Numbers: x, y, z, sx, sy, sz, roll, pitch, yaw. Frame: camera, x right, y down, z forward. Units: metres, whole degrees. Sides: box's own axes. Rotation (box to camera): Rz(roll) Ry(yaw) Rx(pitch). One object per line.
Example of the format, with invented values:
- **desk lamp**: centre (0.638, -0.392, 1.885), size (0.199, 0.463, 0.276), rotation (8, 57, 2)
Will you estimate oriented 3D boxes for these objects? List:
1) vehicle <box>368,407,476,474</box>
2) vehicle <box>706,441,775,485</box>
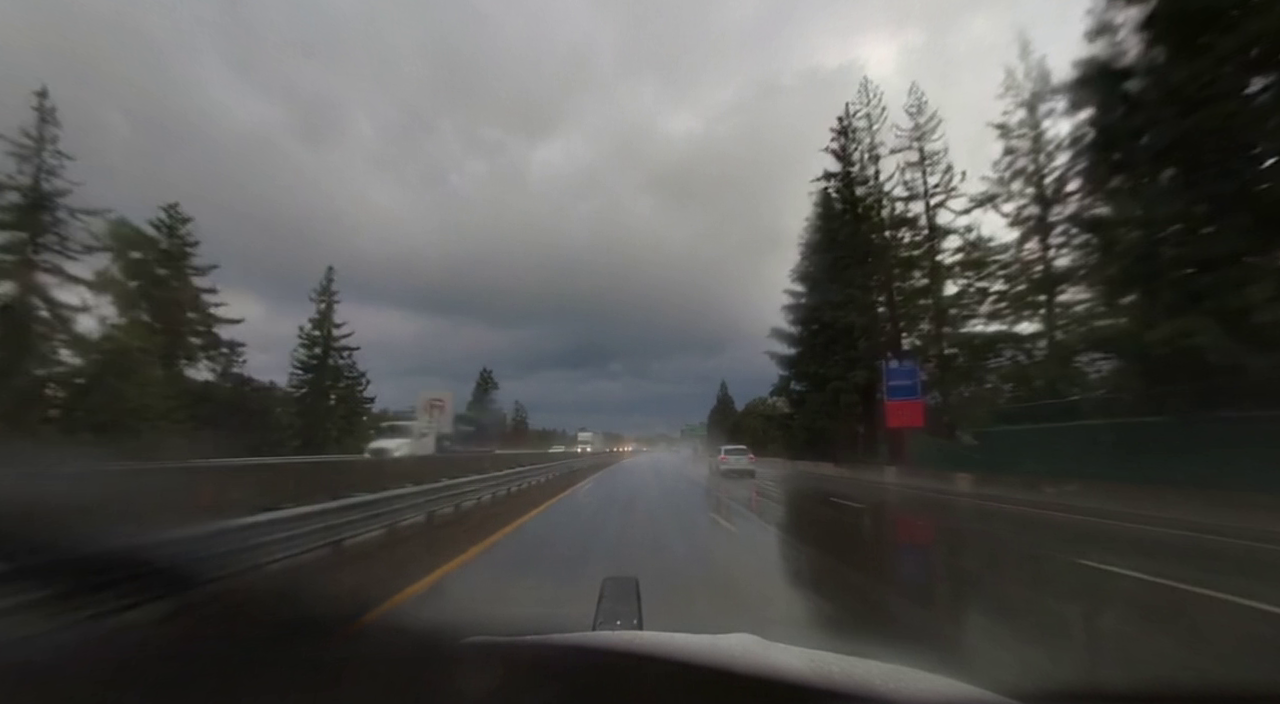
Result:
- **vehicle**: centre (-13.250, 5.615, 39.331), size (3.064, 3.642, 9.893), rotation (0, -9, 1)
- **vehicle**: centre (4.111, 4.658, 26.530), size (2.089, 1.660, 4.729), rotation (0, -9, -1)
